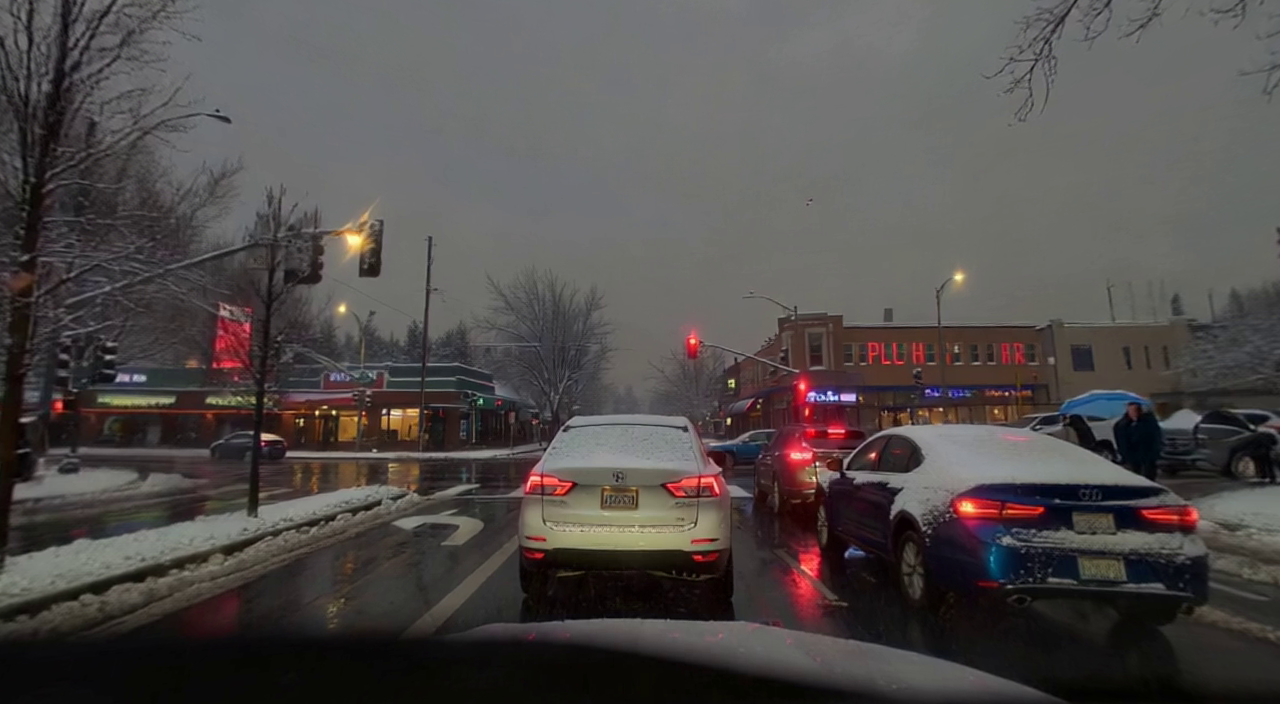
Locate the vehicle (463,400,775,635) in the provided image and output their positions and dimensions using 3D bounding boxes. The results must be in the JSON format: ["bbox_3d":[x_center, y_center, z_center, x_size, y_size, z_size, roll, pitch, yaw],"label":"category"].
[{"bbox_3d":[-0.144,1.477,6.738,2.123,1.589,4.702,0,-8,0],"label":"vehicle"}]

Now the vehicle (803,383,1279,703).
[{"bbox_3d":[3.036,1.307,5.440,1.983,1.654,4.354,0,-8,-1],"label":"vehicle"}]
